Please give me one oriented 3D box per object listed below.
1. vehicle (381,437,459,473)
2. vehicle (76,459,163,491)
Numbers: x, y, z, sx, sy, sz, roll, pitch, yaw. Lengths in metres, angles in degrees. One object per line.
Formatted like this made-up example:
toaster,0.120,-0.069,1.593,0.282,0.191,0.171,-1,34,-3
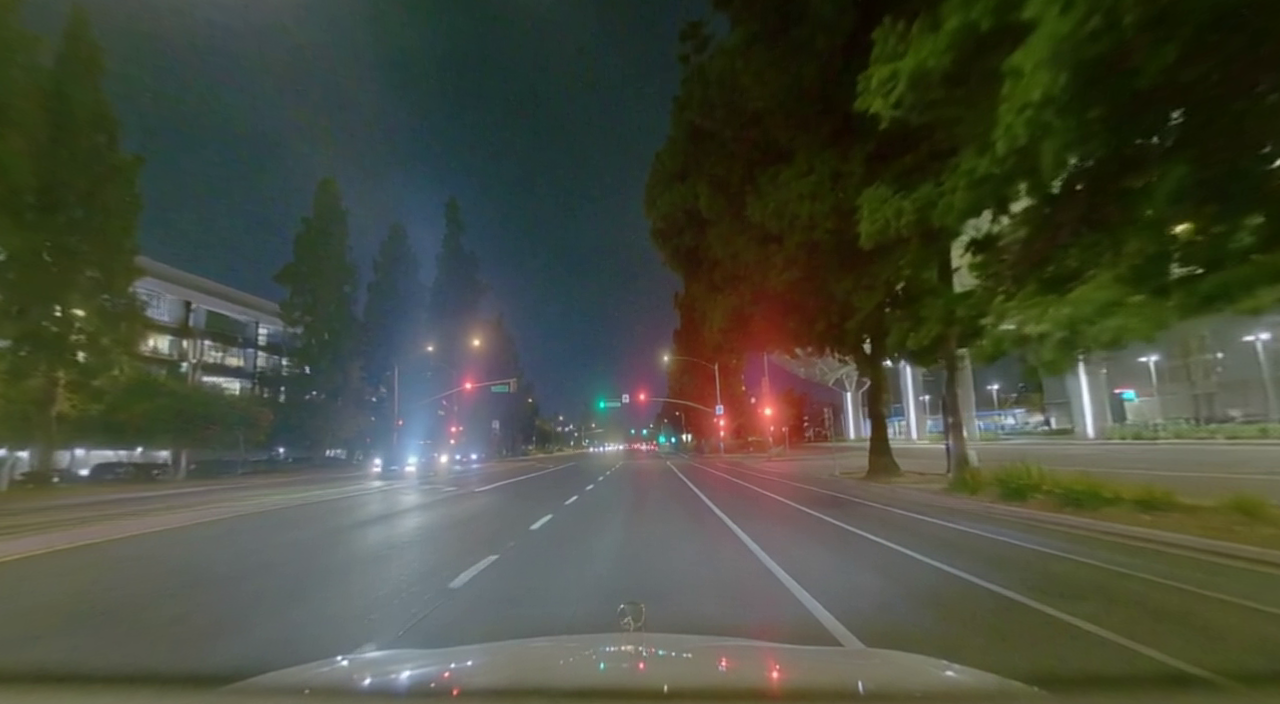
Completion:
vehicle,-12.353,5.814,35.852,2.225,1.876,5.661,0,-8,2
vehicle,-34.402,8.108,41.871,2.020,1.812,4.914,1,-9,-8
